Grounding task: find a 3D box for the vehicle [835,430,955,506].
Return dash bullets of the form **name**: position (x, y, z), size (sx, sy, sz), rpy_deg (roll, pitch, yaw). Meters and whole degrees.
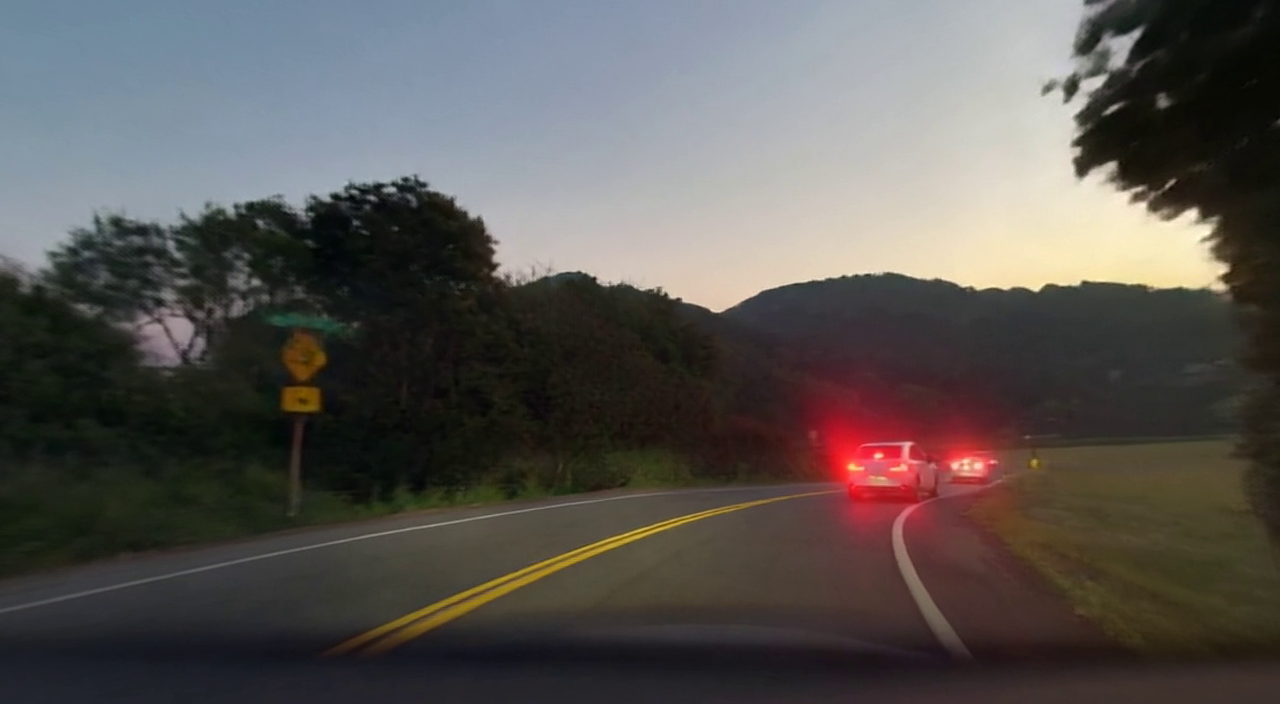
- **vehicle**: position (8.116, 3.497, 19.673), size (2.500, 1.961, 5.637), rpy_deg (-4, -10, 31)
